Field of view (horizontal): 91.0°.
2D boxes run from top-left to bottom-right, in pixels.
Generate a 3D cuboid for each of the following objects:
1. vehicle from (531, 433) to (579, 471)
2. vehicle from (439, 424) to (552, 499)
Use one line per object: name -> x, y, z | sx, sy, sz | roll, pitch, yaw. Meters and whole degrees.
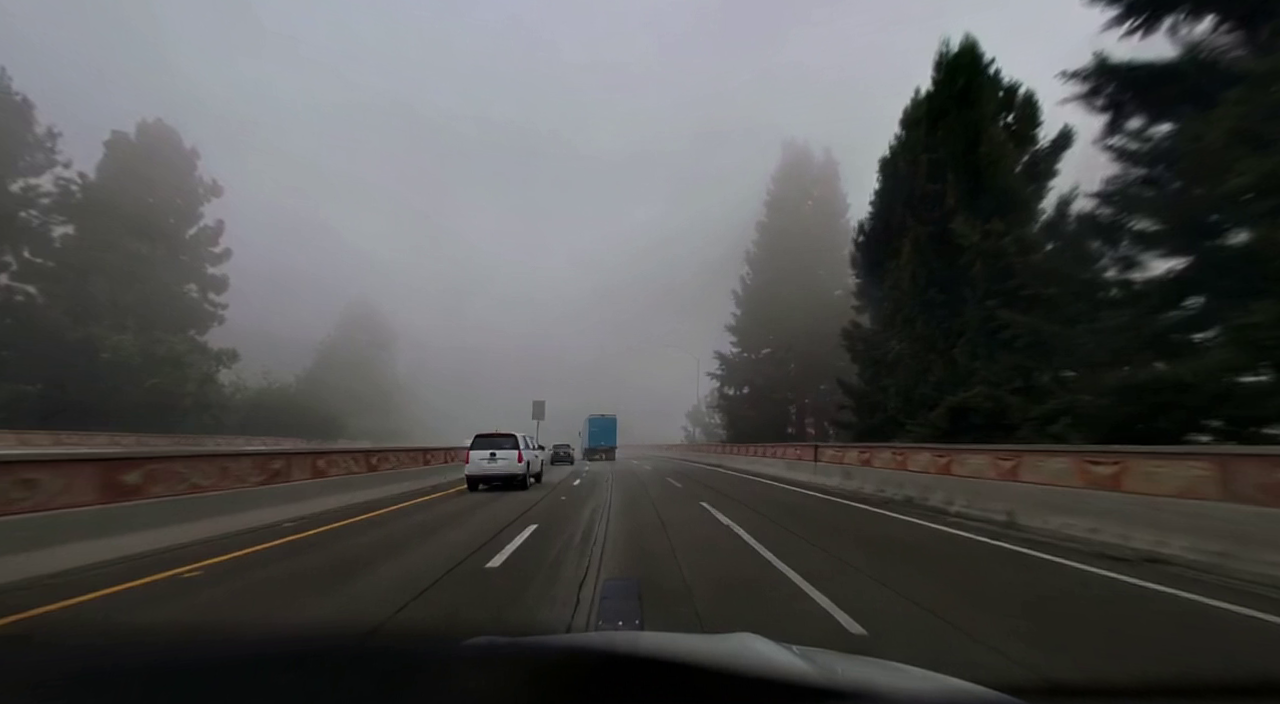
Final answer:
vehicle -> -4.266, 5.101, 32.245 | 2.044, 1.740, 4.361 | 1, -9, -2
vehicle -> -3.691, 2.889, 16.978 | 2.041, 1.734, 4.391 | 0, -9, -1
